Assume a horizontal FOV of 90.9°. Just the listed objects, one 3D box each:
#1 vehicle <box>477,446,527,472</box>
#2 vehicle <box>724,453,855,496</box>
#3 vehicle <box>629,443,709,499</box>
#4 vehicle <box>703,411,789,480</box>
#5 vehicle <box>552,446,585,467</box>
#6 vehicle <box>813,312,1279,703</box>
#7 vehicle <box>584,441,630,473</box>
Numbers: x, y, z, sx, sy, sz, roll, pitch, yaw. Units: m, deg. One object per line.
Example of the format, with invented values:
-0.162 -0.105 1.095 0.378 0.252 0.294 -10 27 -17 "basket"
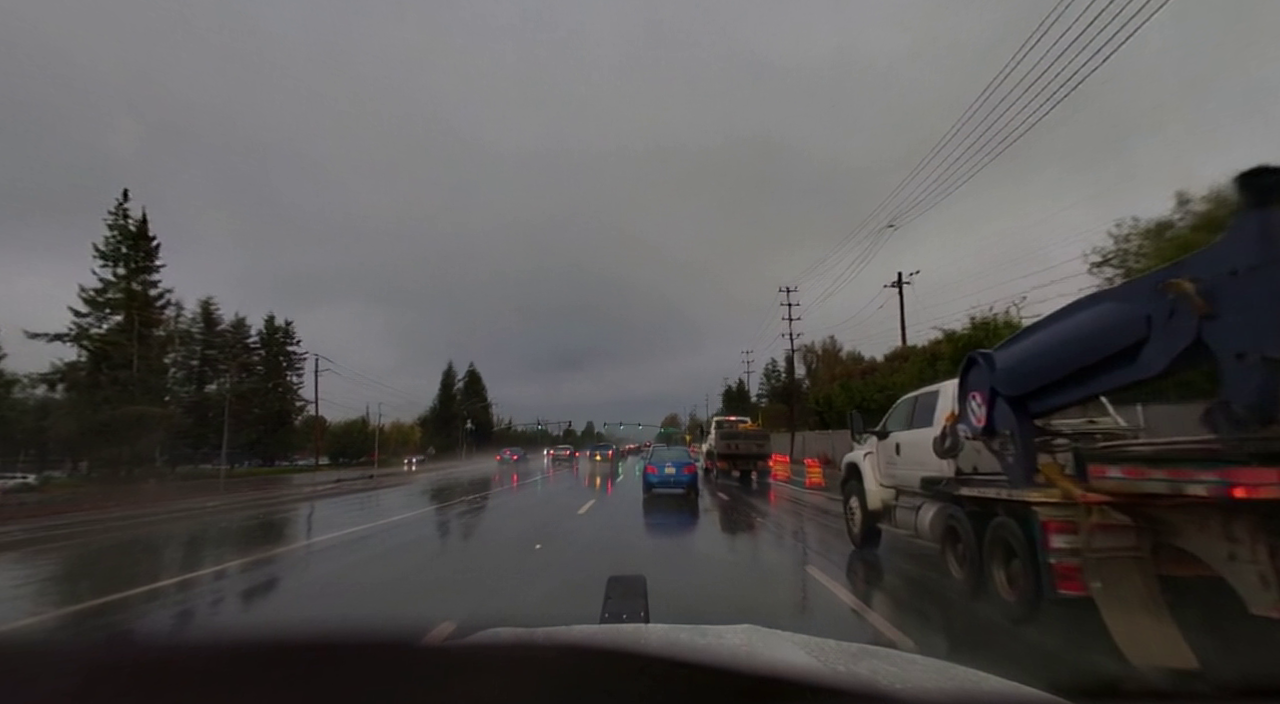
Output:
-8.213 6.411 38.076 2.018 1.490 4.926 0 -8 -2 "vehicle"
4.987 4.276 22.695 2.554 1.217 7.611 1 -9 -3 "vehicle"
0.781 3.479 18.914 2.128 1.473 4.272 0 -8 0 "vehicle"
4.778 4.399 29.746 2.953 2.907 6.339 0 -8 0 "vehicle"
-5.384 7.882 47.815 1.999 1.538 4.325 0 -8 -1 "vehicle"
3.824 1.263 5.992 2.555 2.017 6.201 0 -9 0 "vehicle"
-1.856 6.134 37.085 1.989 1.729 4.184 -1 -9 7 "vehicle"
